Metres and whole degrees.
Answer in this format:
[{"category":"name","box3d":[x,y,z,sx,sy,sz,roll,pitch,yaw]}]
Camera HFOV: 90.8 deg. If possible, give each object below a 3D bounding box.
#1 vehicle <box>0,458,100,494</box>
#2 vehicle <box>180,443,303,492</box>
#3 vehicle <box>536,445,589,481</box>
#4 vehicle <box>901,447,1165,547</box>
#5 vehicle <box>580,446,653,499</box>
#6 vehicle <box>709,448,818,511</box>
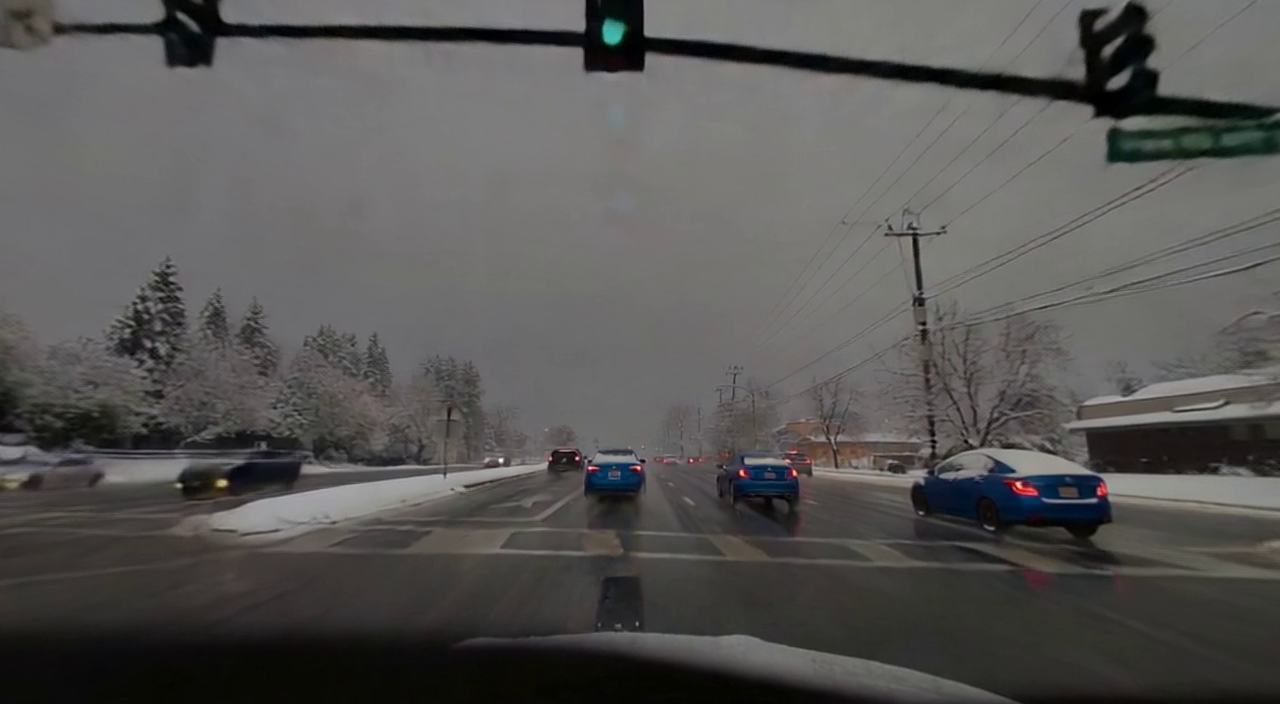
[{"category":"vehicle","box3d":[-27.946,5.737,29.585,1.859,1.482,3.717,-1,-8,4]},{"category":"vehicle","box3d":[-16.336,4.714,26.261,2.064,1.827,4.647,0,-8,0]},{"category":"vehicle","box3d":[-3.769,5.476,31.481,2.073,1.606,4.364,0,-8,1]},{"category":"vehicle","box3d":[6.863,2.530,11.794,2.004,1.455,4.417,0,-8,-1]},{"category":"vehicle","box3d":[-0.689,3.759,20.132,2.065,1.464,4.216,0,-8,0]},{"category":"vehicle","box3d":[3.261,3.447,17.711,2.053,1.490,4.464,0,-8,-1]}]
